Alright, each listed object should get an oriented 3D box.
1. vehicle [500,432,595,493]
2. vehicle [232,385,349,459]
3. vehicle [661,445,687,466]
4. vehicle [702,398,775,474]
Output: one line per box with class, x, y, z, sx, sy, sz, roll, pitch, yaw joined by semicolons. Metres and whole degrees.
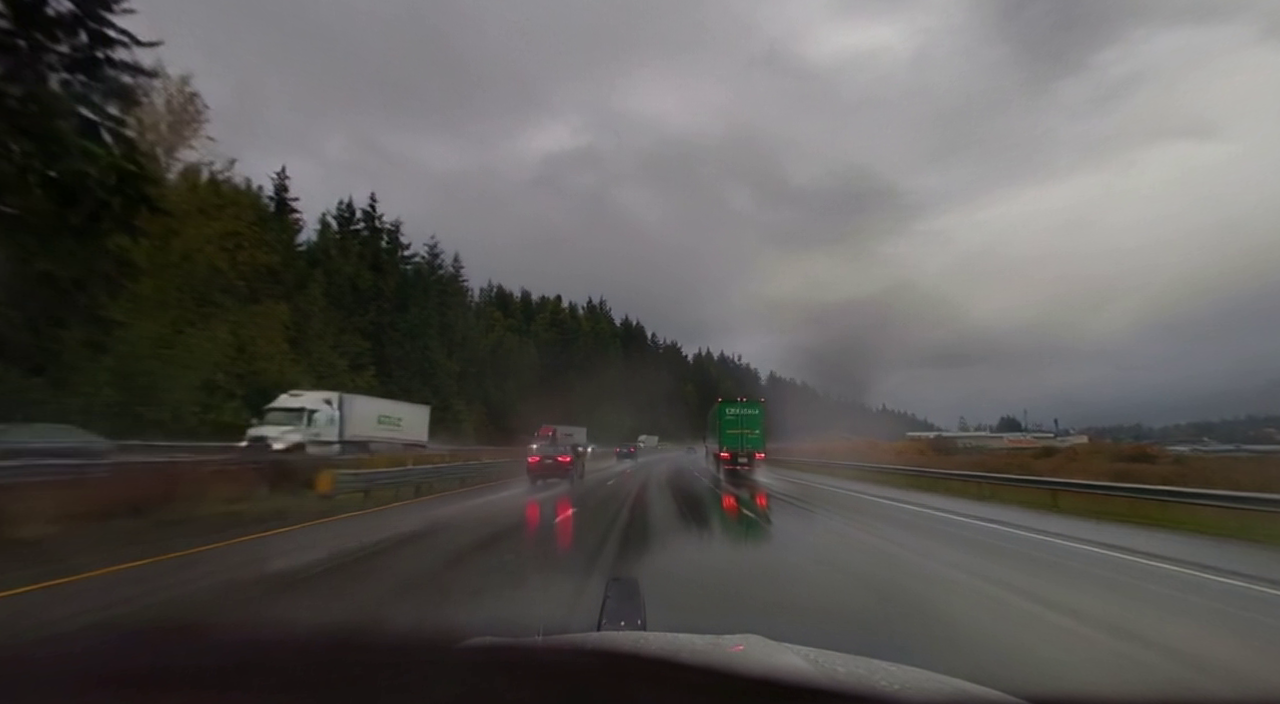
vehicle;-2.823;3.513;20.338;2.205;1.728;4.397;0;-9;3
vehicle;-19.830;4.128;36.211;2.955;3.915;5.783;0;-9;4
vehicle;2.681;8.182;49.849;1.990;1.537;3.725;0;-9;3
vehicle;5.926;5.529;40.524;3.057;3.993;13.914;0;-9;3
